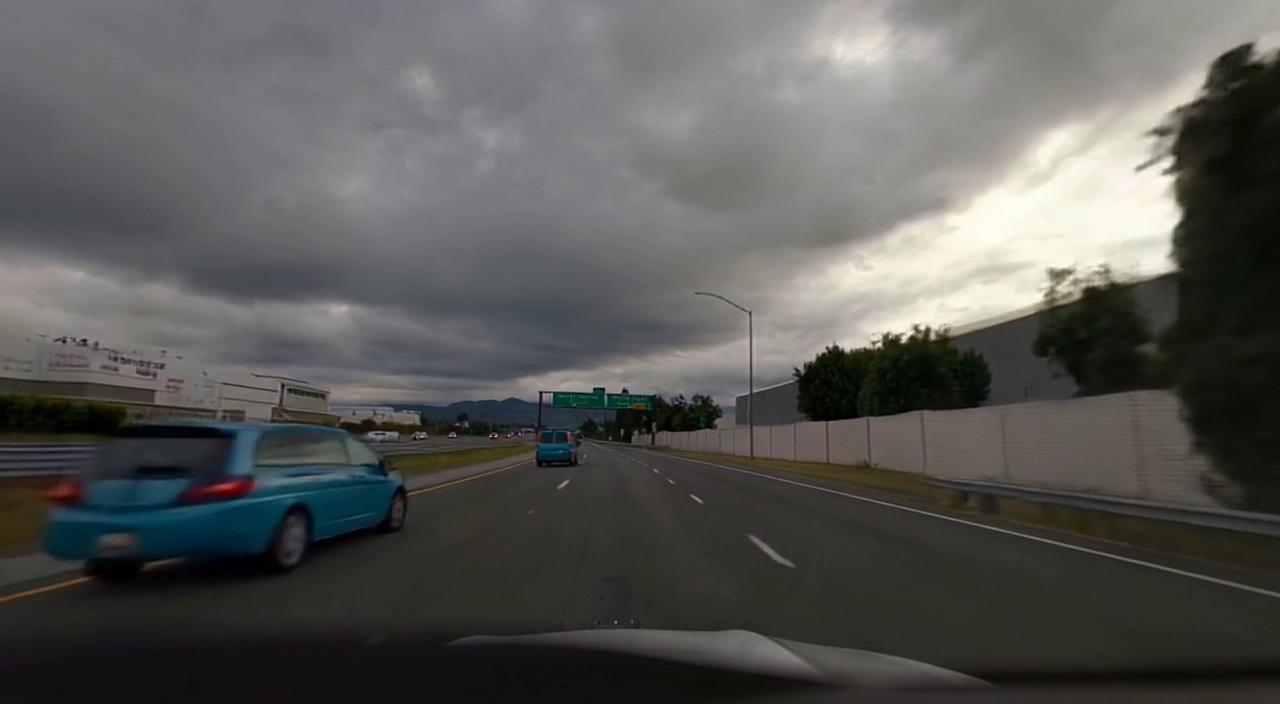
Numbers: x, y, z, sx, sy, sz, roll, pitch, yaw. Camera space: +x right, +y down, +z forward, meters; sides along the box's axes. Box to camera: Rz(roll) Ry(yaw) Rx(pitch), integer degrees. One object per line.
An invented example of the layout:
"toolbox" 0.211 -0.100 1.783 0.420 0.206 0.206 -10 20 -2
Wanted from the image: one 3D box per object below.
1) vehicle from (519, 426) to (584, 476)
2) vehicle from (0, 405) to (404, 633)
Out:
"vehicle" -3.682 4.217 27.045 2.260 1.901 4.665 0 -8 -1
"vehicle" -4.217 1.451 6.489 2.045 1.547 4.162 0 -8 -2
